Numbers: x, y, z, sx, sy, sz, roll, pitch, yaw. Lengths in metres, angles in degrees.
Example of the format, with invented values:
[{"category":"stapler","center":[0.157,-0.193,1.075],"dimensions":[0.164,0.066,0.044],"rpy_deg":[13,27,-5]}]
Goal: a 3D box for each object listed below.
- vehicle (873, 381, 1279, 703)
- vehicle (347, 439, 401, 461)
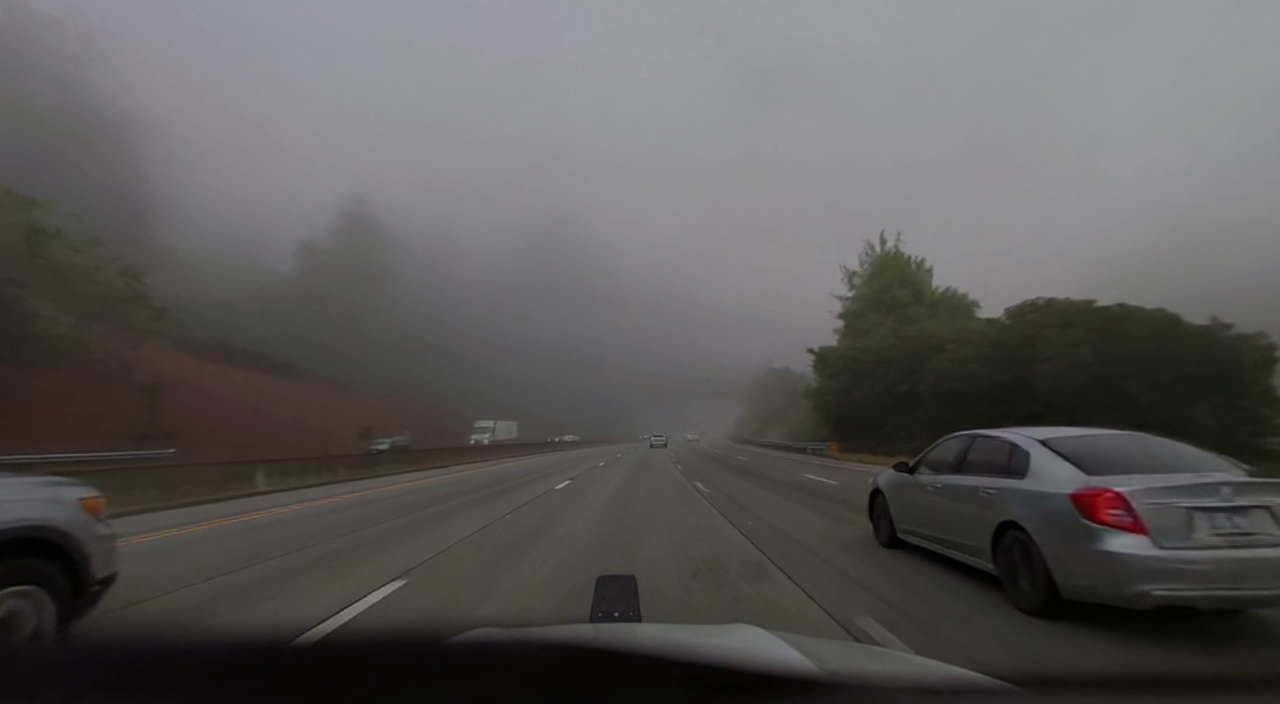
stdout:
[{"category":"vehicle","center":[3.564,1.123,4.591],"dimensions":[1.982,1.452,4.294],"rpy_deg":[0,-8,-2]},{"category":"vehicle","center":[-19.162,7.070,45.490],"dimensions":[1.829,1.478,4.408],"rpy_deg":[0,-8,3]}]
